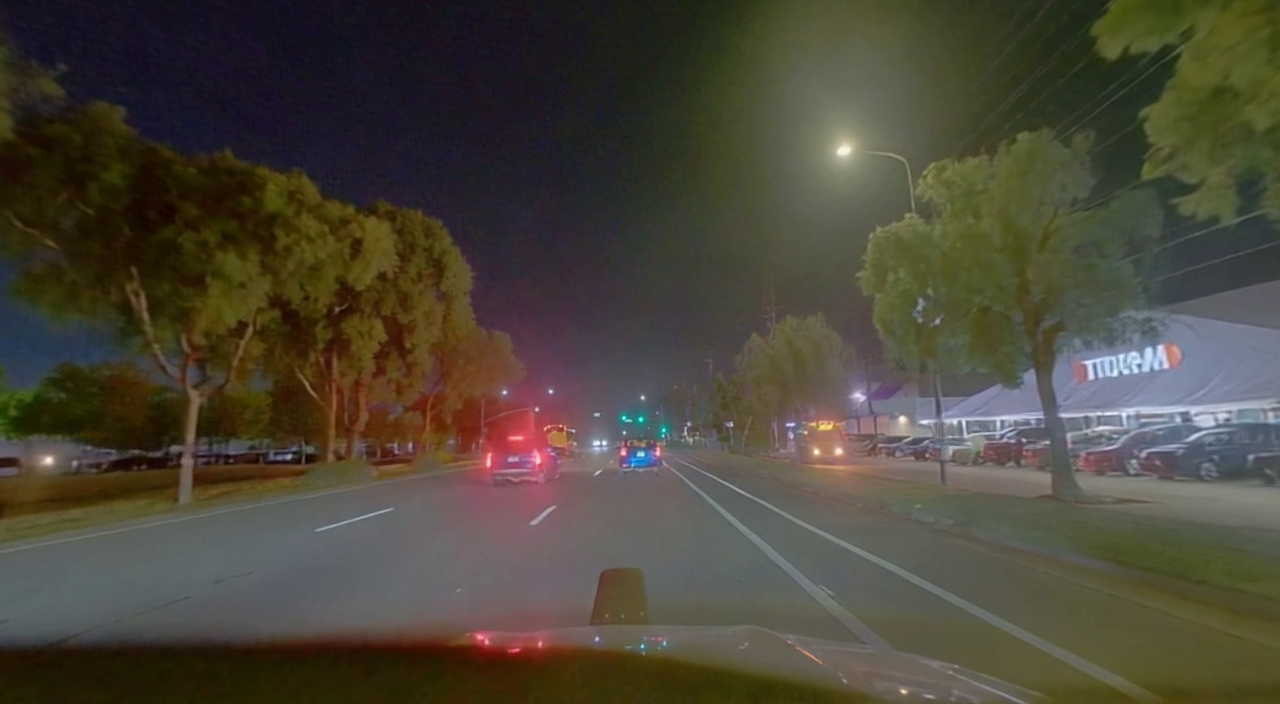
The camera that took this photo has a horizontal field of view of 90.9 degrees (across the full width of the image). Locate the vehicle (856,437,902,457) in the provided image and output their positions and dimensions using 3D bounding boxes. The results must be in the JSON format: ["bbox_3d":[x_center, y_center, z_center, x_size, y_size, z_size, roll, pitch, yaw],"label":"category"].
[{"bbox_3d":[18.241,7.274,48.330,1.694,1.451,4.505,0,-9,0],"label":"vehicle"}]

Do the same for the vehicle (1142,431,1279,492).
[{"bbox_3d":[18.649,3.258,18.976,2.229,1.661,5.991,0,-9,1],"label":"vehicle"}]

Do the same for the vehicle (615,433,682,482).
[{"bbox_3d":[0.217,3.646,22.035,2.123,1.498,4.226,0,-9,-1],"label":"vehicle"}]

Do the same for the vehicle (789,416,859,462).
[{"bbox_3d":[11.820,5.694,41.099,2.754,2.711,6.196,0,-9,1],"label":"vehicle"}]

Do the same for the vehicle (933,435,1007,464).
[{"bbox_3d":[18.615,5.550,35.837,1.826,1.532,4.290,0,-9,-1],"label":"vehicle"}]

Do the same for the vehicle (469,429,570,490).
[{"bbox_3d":[-3.529,3.260,19.379,2.148,1.636,4.199,0,-9,2],"label":"vehicle"}]

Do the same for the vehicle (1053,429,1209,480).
[{"bbox_3d":[18.595,3.900,24.256,1.965,1.749,4.838,0,-9,-2],"label":"vehicle"}]

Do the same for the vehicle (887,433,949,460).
[{"bbox_3d":[18.466,6.298,42.177,1.841,1.680,4.842,0,-9,-1],"label":"vehicle"}]

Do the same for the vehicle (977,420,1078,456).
[{"bbox_3d":[23.936,5.417,39.377,2.225,2.013,6.379,0,-9,-1],"label":"vehicle"}]
